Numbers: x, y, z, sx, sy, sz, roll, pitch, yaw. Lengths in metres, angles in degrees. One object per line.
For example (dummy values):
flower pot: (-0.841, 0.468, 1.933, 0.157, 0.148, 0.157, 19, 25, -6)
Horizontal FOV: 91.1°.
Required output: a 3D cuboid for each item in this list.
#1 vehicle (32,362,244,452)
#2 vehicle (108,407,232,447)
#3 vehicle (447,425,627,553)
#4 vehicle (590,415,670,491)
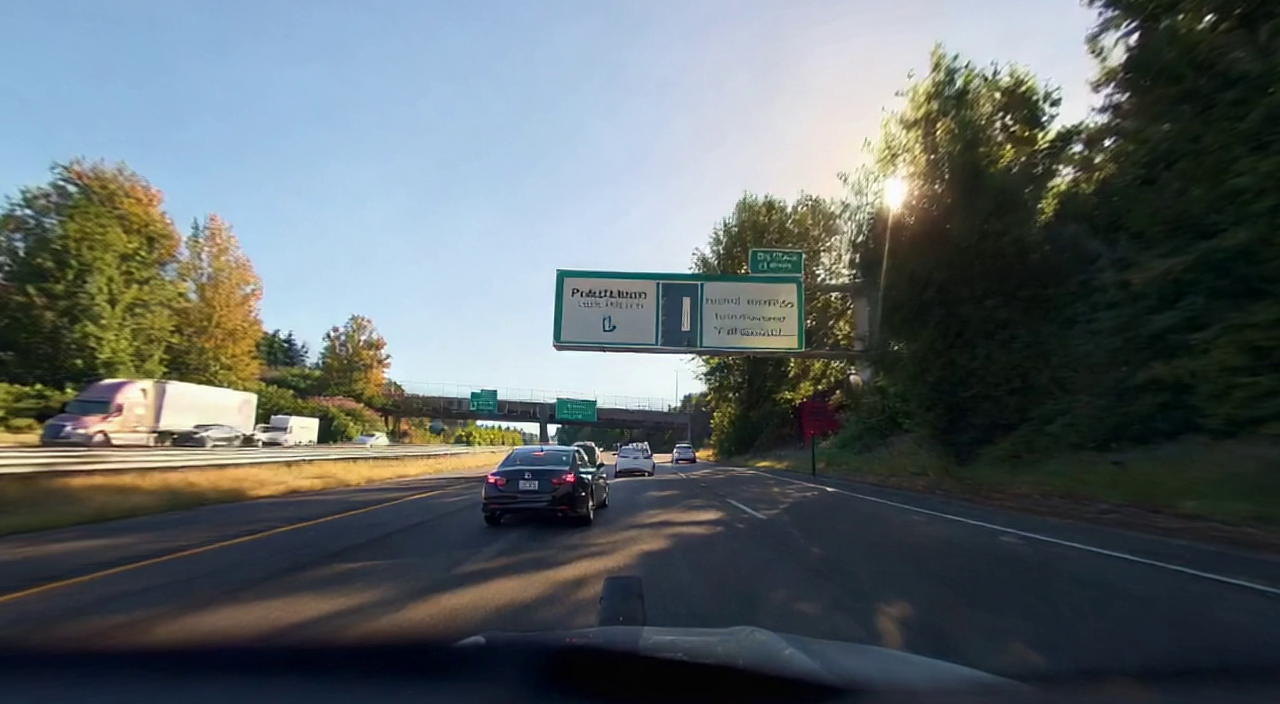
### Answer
vehicle: (-24.899, 3.128, 32.291, 3.187, 3.945, 9.848, 0, -9, -4)
vehicle: (-20.633, 3.396, 27.922, 1.997, 1.567, 4.777, 0, -9, -3)
vehicle: (-1.341, 2.015, 9.833, 2.038, 1.582, 3.729, -1, -9, 2)
vehicle: (-0.303, 3.378, 21.143, 2.389, 2.257, 4.545, 0, -9, 0)
